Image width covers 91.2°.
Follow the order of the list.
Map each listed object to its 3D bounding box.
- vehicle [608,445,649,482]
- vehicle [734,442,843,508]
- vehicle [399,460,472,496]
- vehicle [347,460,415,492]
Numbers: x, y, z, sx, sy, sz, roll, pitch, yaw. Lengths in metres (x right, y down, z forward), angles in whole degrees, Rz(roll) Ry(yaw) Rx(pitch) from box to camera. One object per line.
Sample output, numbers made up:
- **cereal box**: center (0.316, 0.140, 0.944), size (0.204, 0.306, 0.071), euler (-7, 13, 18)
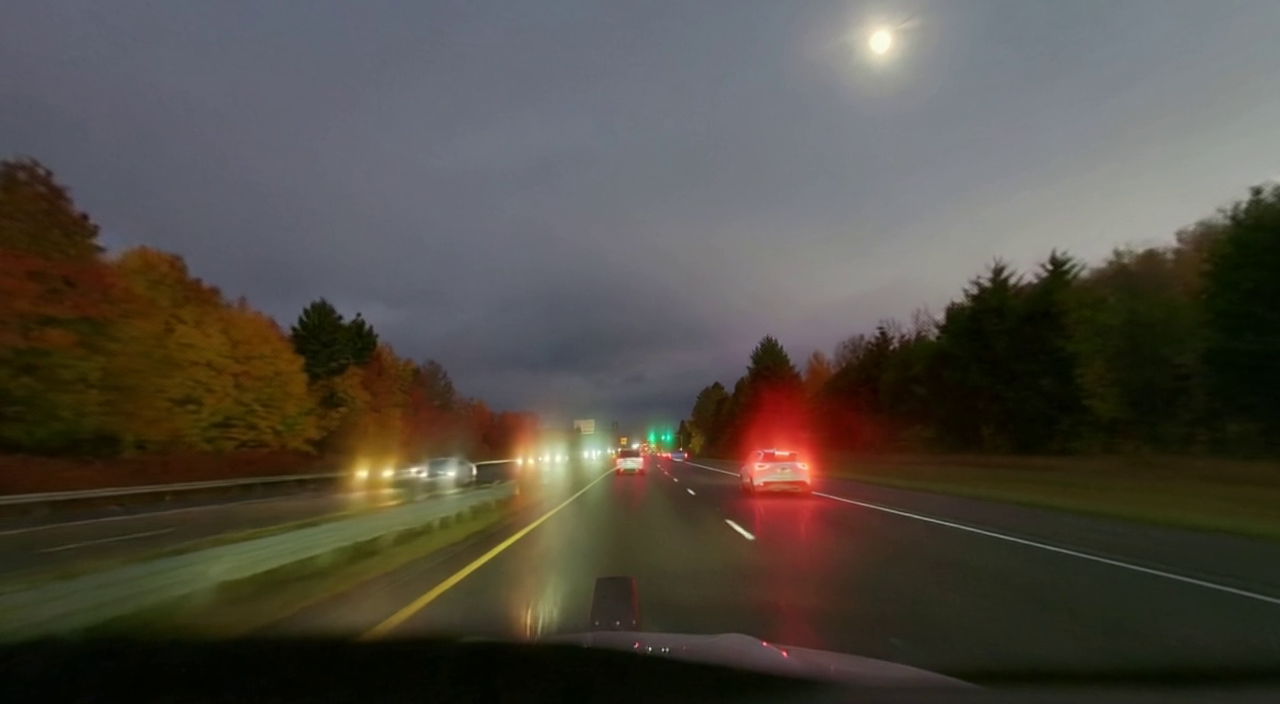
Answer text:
- **vehicle**: center (-0.530, 5.524, 31.456), size (1.937, 1.699, 3.936), euler (0, -9, 0)
- **vehicle**: center (3.818, 3.230, 16.947), size (1.843, 1.505, 4.339), euler (0, -9, -1)
- **vehicle**: center (-9.709, 5.980, 30.138), size (1.929, 1.492, 4.486), euler (-1, -9, 1)
- **vehicle**: center (-13.511, 6.457, 32.899), size (1.837, 1.495, 3.979), euler (-1, -9, 0)
